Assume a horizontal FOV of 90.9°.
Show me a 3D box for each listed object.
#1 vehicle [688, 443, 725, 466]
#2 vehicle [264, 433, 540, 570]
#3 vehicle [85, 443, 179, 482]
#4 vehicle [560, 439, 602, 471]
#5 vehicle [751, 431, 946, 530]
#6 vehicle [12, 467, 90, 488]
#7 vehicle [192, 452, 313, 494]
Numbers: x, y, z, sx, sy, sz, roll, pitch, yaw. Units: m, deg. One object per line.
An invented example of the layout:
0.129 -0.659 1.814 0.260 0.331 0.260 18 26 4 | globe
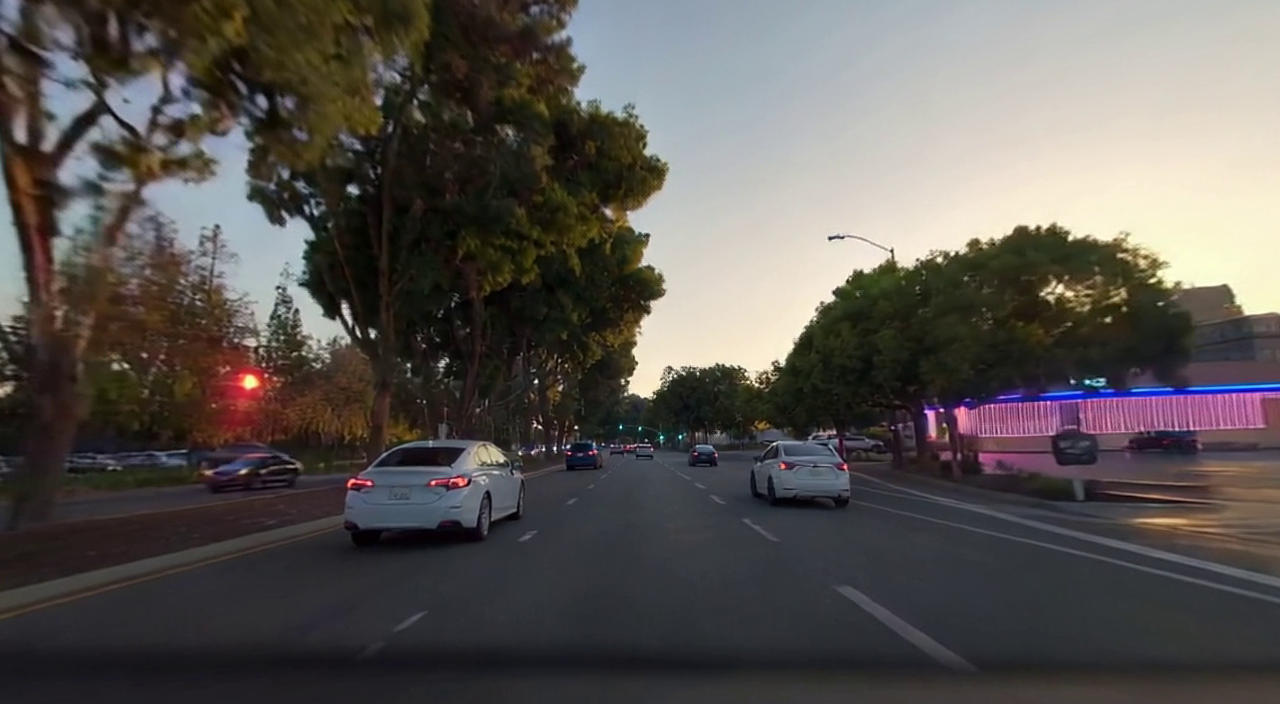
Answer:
4.466 6.985 43.128 1.996 1.443 4.270 0 -8 -1 | vehicle
-2.976 1.988 9.337 2.082 1.460 4.922 0 -8 1 | vehicle
-39.776 8.647 49.479 5.275 2.878 2.410 -2 -8 2 | vehicle
-3.349 5.971 36.755 1.981 1.731 4.360 0 -8 1 | vehicle
3.594 2.310 11.984 2.036 1.480 4.659 0 -8 -1 | vehicle
-46.058 9.801 49.316 4.359 1.456 1.744 -1 -9 2 | vehicle
-15.329 4.789 25.317 1.858 1.468 4.666 0 -8 1 | vehicle
